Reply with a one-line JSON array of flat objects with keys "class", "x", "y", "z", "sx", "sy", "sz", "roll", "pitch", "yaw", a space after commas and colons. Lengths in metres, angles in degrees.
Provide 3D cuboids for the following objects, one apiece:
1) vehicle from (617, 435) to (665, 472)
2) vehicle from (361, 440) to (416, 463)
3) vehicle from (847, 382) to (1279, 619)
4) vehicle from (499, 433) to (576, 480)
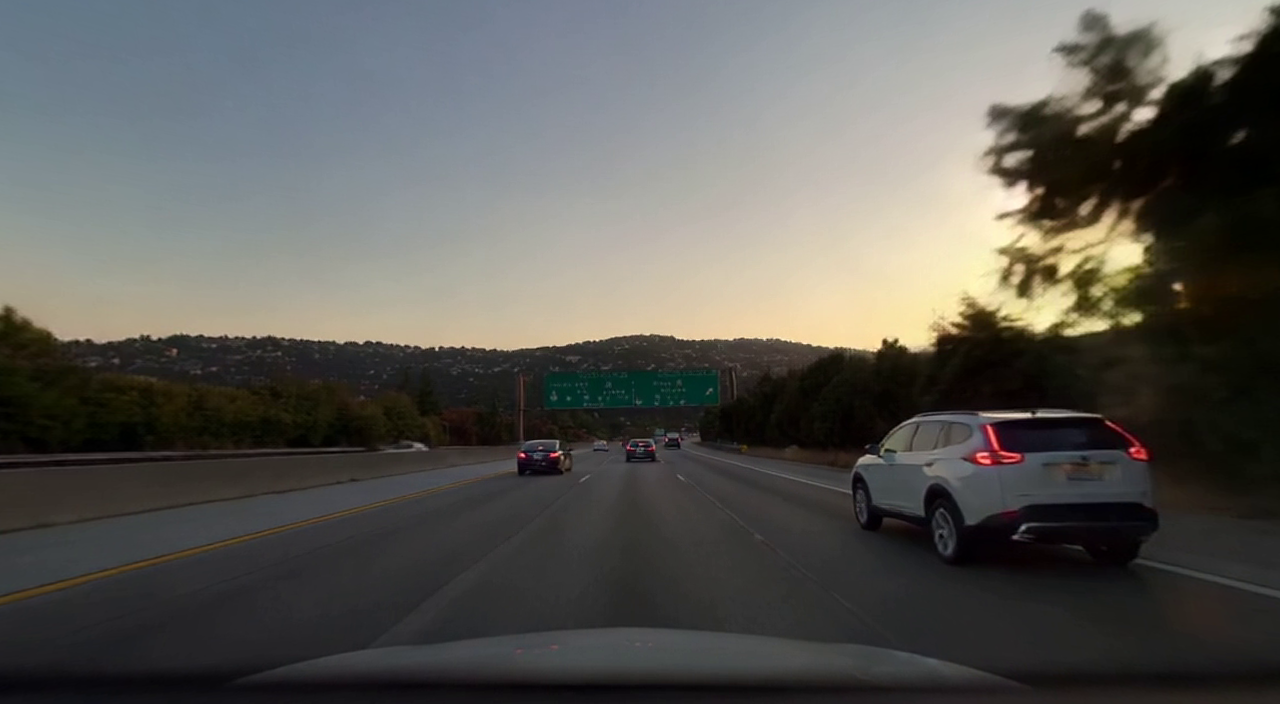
[{"class": "vehicle", "x": 0.033, "y": 4.603, "z": 28.650, "sx": 2.049, "sy": 1.542, "sz": 3.816, "roll": 0, "pitch": -8, "yaw": 0}, {"class": "vehicle", "x": -16.785, "y": 6.667, "z": 42.136, "sx": 1.959, "sy": 1.466, "sz": 4.156, "roll": 0, "pitch": -8, "yaw": 0}, {"class": "vehicle", "x": 4.043, "y": 1.380, "z": 6.782, "sx": 2.025, "sy": 1.707, "sz": 4.279, "roll": 0, "pitch": -8, "yaw": -2}, {"class": "vehicle", "x": -3.691, "y": 3.867, "z": 23.467, "sx": 2.066, "sy": 1.561, "sz": 4.495, "roll": 0, "pitch": -8, "yaw": 1}]
